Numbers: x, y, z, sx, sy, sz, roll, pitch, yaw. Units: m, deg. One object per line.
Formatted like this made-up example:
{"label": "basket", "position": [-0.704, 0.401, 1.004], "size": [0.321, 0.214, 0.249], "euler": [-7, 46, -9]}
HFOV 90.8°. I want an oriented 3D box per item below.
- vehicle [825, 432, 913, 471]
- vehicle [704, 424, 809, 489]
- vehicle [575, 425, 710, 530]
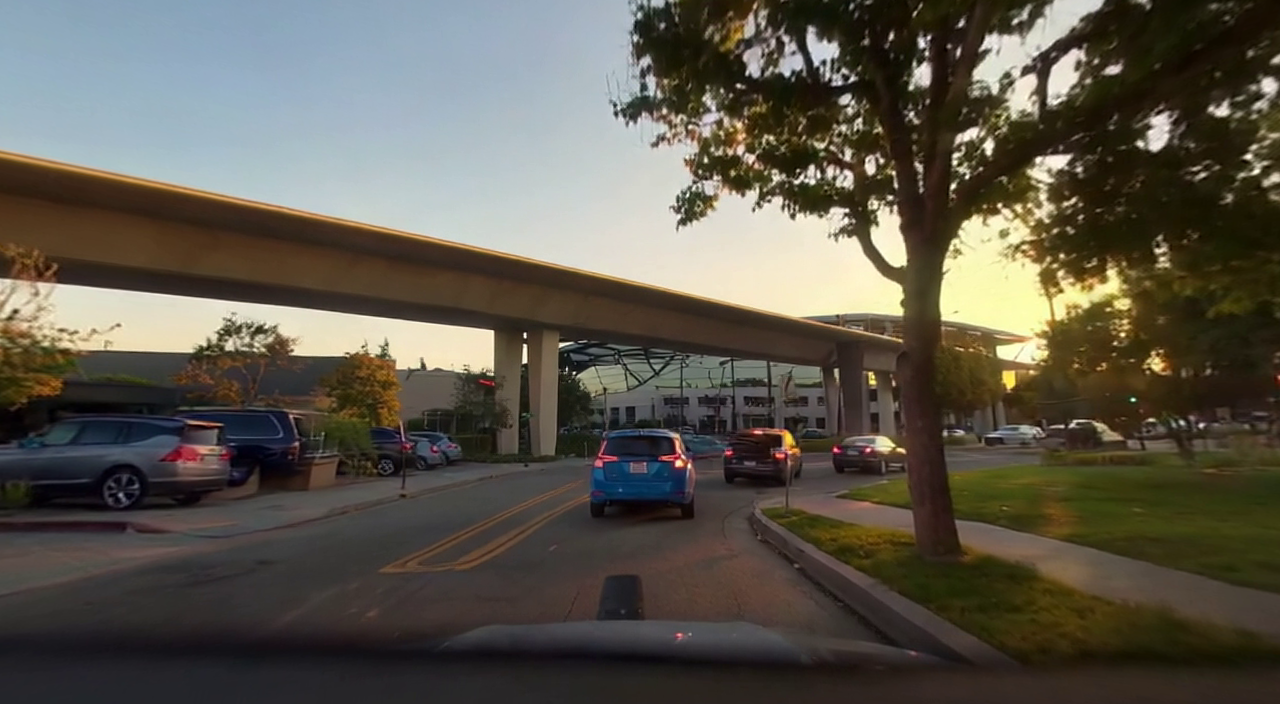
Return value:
{"label": "vehicle", "position": [11.200, 4.829, 30.792], "size": [4.310, 1.762, 1.995], "euler": [7, -11, -39]}
{"label": "vehicle", "position": [4.026, 3.451, 21.176], "size": [2.241, 1.885, 4.771], "euler": [-3, -9, 26]}
{"label": "vehicle", "position": [0.279, 2.263, 12.070], "size": [2.087, 1.578, 4.652], "euler": [-1, -8, 6]}
